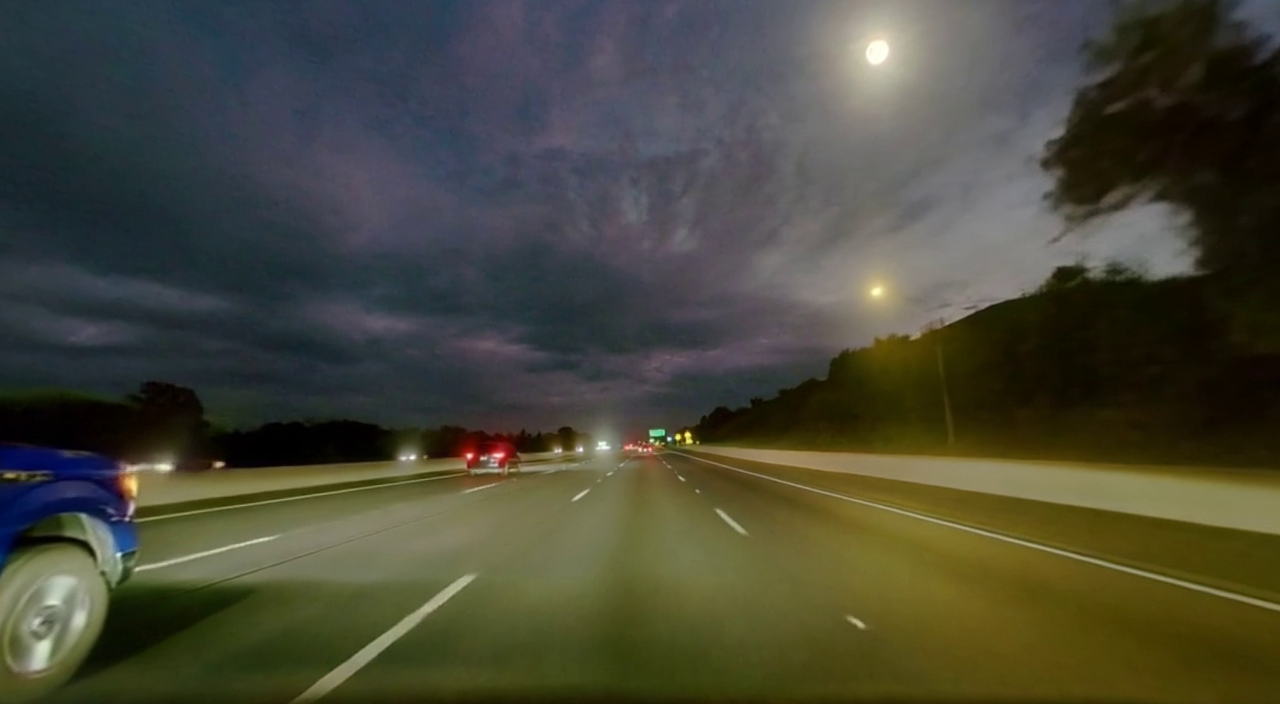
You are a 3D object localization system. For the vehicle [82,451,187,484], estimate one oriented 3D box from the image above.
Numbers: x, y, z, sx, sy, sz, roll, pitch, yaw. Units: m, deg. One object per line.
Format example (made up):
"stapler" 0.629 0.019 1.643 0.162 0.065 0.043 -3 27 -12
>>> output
"vehicle" -25.093 5.704 31.472 1.815 1.496 4.136 0 -9 0

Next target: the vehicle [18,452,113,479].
"vehicle" -35.159 6.908 38.678 1.819 1.531 4.209 0 -9 0

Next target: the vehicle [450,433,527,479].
"vehicle" -6.912 4.828 29.453 2.260 1.917 5.499 0 -9 0
